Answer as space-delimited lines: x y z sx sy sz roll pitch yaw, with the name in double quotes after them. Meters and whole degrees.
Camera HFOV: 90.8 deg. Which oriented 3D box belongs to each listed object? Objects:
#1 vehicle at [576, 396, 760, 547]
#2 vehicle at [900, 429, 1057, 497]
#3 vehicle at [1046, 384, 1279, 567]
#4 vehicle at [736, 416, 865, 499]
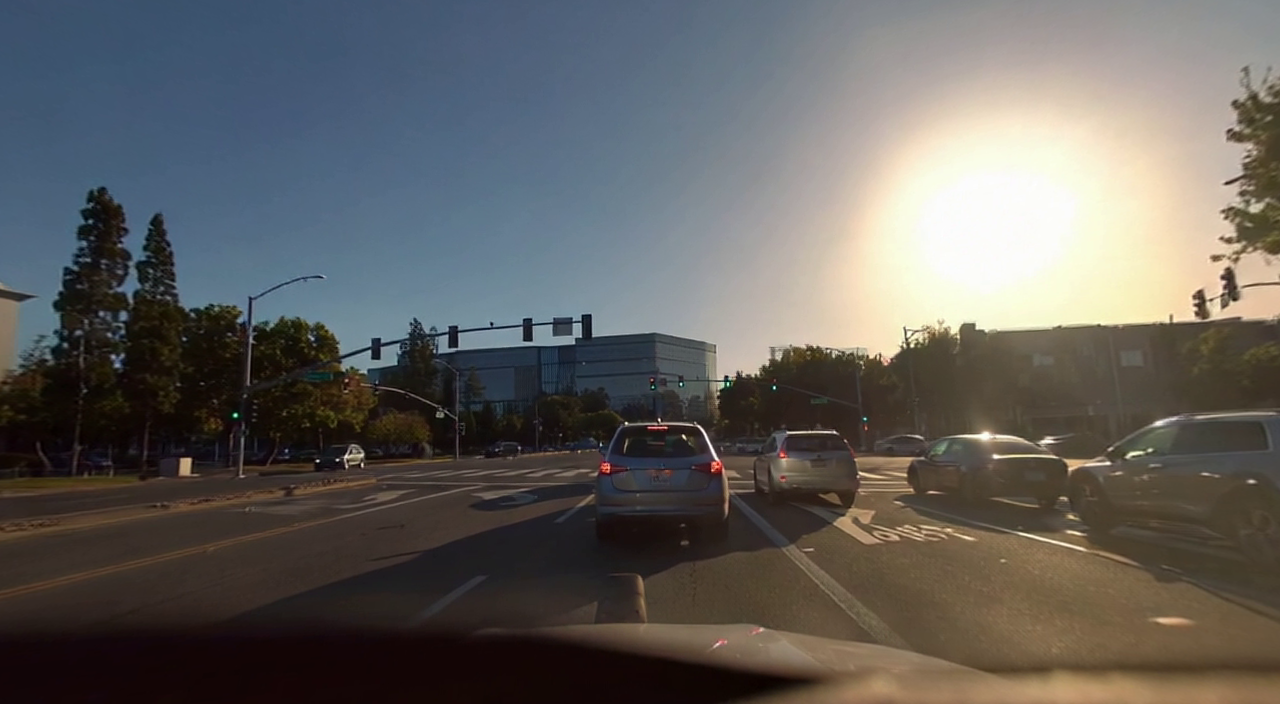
0.311 1.751 9.763 2.211 1.795 4.179 0 -9 -1 "vehicle"
8.374 2.787 16.156 1.862 1.471 4.297 -1 -9 4 "vehicle"
7.395 1.420 7.606 2.074 1.791 4.393 0 -9 1 "vehicle"
3.837 2.650 16.075 2.188 1.774 4.646 -1 -9 2 "vehicle"
